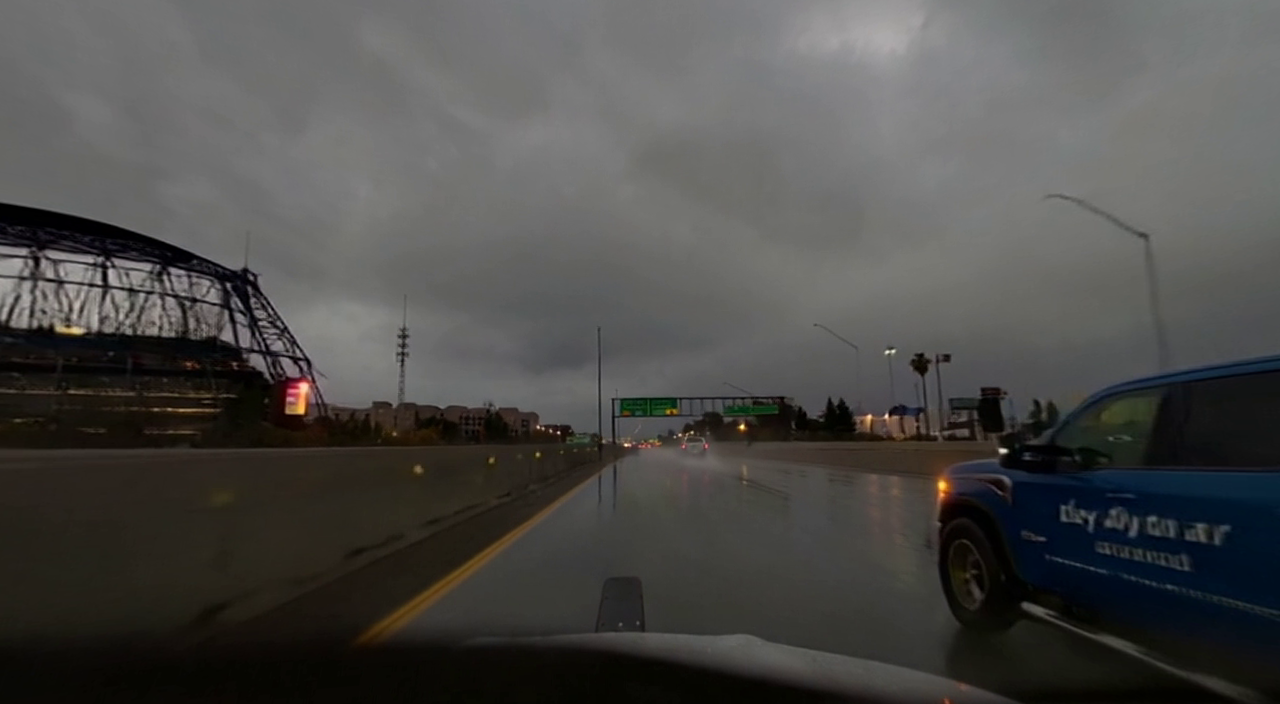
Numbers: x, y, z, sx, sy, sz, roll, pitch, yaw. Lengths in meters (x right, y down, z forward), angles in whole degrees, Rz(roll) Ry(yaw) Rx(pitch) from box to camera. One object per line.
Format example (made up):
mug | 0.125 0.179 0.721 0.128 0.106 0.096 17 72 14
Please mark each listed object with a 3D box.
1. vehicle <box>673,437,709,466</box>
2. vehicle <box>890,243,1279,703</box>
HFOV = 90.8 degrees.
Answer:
vehicle | 3.323 6.525 41.529 1.973 1.774 4.092 0 -9 -1
vehicle | 3.102 0.735 2.420 2.199 2.002 4.970 0 -9 0
